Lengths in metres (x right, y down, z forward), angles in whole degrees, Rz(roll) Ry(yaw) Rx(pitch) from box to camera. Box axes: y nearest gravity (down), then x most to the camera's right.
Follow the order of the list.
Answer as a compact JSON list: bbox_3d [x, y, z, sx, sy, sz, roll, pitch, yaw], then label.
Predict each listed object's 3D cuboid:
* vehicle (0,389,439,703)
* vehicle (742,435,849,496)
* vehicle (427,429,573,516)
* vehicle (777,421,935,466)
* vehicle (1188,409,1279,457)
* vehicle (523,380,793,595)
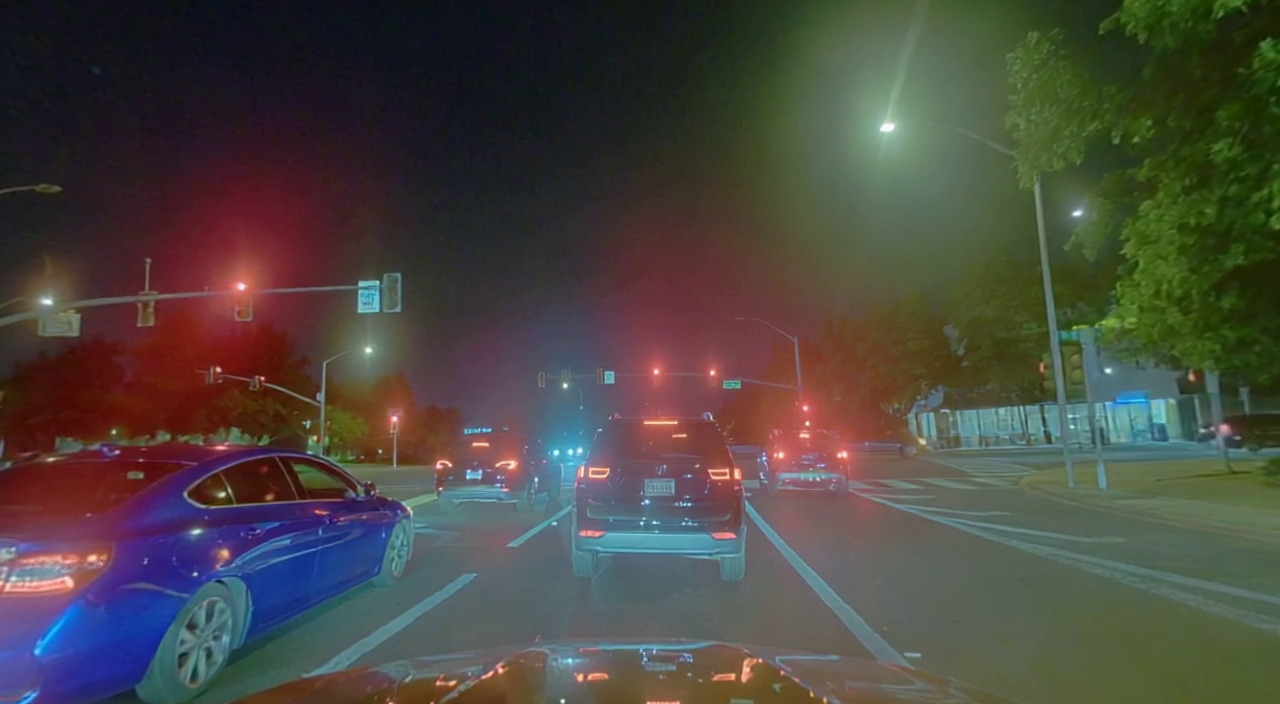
[{"bbox_3d":[-3.218,1.201,4.433,1.958,1.494,4.624,0,-8,2],"label":"vehicle"},{"bbox_3d":[4.099,3.057,17.336,1.979,1.453,4.011,0,-8,1],"label":"vehicle"},{"bbox_3d":[-2.680,2.398,13.083,1.851,1.502,4.042,0,-8,4],"label":"vehicle"},{"bbox_3d":[10.442,4.419,30.712,6.879,1.984,2.808,-3,-8,22],"label":"vehicle"},{"bbox_3d":[28.037,3.538,27.660,5.539,2.007,2.154,-2,-9,7],"label":"vehicle"},{"bbox_3d":[0.205,1.466,7.644,2.300,1.832,4.331,0,-8,1],"label":"vehicle"}]
